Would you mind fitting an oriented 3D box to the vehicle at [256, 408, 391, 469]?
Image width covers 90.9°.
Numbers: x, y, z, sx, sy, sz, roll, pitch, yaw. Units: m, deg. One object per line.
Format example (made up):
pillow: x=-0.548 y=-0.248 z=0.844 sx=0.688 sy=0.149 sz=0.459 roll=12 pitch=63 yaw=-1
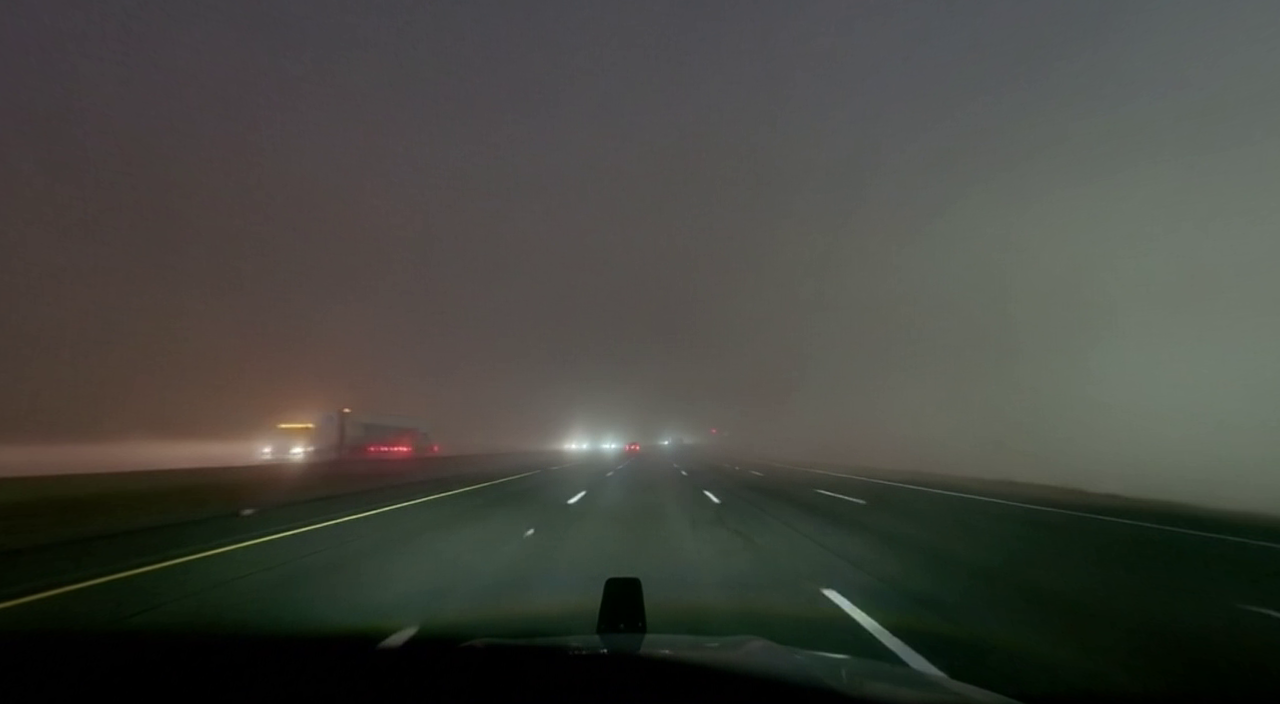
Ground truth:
vehicle: x=-23.648 y=6.730 z=48.582 sx=2.876 sy=3.974 sz=13.373 roll=-1 pitch=-8 yaw=3
